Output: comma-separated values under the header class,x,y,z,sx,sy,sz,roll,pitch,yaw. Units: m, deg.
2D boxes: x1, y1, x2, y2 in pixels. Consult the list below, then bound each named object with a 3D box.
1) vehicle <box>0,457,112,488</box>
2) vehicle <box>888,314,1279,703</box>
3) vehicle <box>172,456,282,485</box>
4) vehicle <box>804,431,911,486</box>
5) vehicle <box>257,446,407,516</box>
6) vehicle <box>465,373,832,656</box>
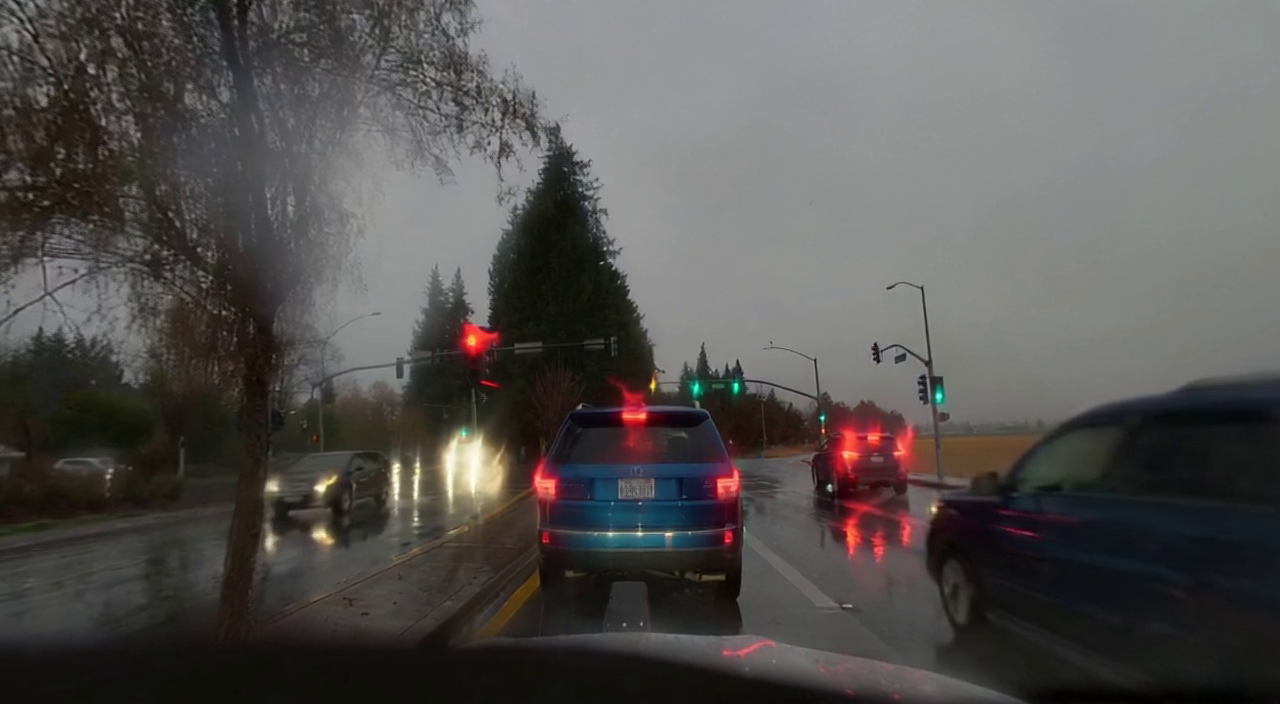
class,x,y,z,sx,sy,sz,roll,pitch,yaw
vehicle,-33.233,6.831,35.748,4.605,1.626,2.251,0,-8,2
vehicle,3.267,0.866,2.998,2.340,1.693,4.516,0,-8,0
vehicle,-22.534,6.457,34.490,4.559,1.458,2.265,-1,-8,7
vehicle,7.091,3.518,21.118,2.012,1.636,4.352,0,-8,0
vehicle,-8.062,3.358,17.083,2.192,1.606,4.510,1,-8,-6
vehicle,0.043,1.321,6.117,2.298,1.770,4.138,0,-8,0
